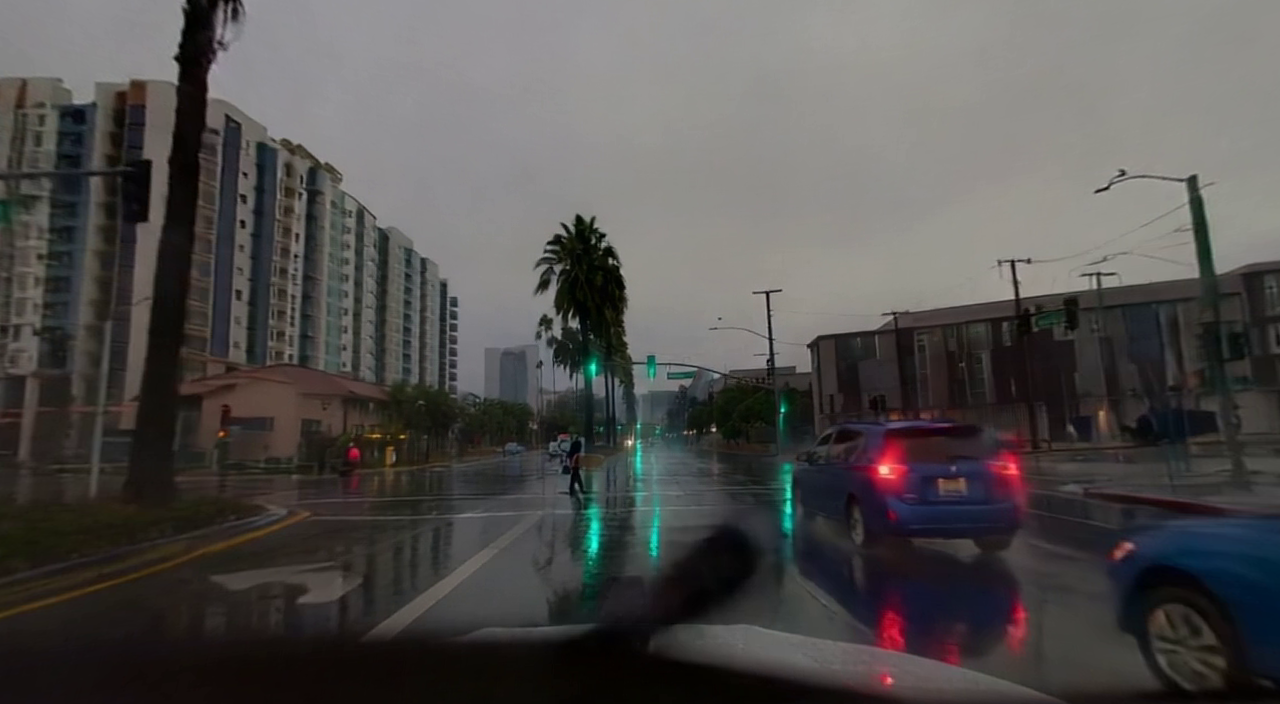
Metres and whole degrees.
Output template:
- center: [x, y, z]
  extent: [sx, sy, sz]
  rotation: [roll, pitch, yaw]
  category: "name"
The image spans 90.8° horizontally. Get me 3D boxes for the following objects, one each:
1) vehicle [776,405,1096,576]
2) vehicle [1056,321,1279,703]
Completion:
- center: [3.330, 1.646, 8.260]
  extent: [2.060, 1.631, 4.169]
  rotation: [0, -9, -1]
  category: "vehicle"
- center: [3.643, 0.594, 1.491]
  extent: [2.060, 1.756, 4.770]
  rotation: [0, -8, 0]
  category: "vehicle"
